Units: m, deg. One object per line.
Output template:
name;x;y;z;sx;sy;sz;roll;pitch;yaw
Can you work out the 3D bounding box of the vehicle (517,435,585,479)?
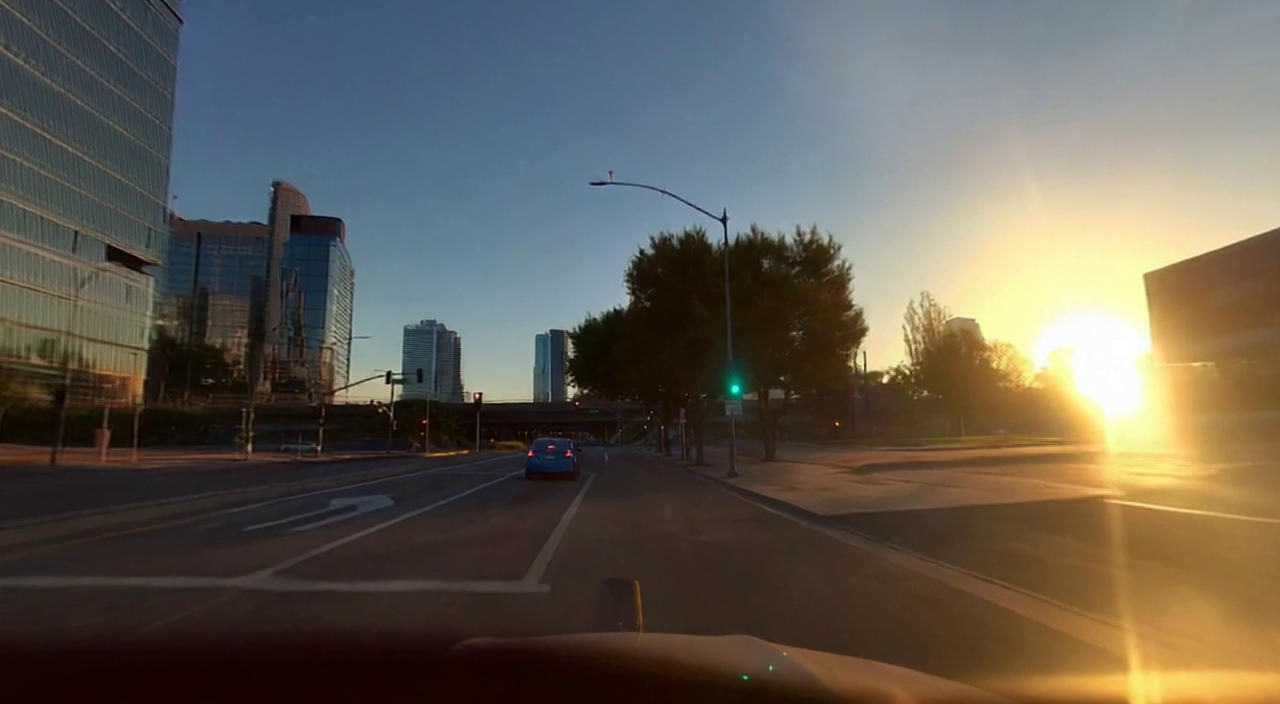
vehicle;-3.207;3.914;23.702;2.154;1.465;4.532;1;-9;-3
